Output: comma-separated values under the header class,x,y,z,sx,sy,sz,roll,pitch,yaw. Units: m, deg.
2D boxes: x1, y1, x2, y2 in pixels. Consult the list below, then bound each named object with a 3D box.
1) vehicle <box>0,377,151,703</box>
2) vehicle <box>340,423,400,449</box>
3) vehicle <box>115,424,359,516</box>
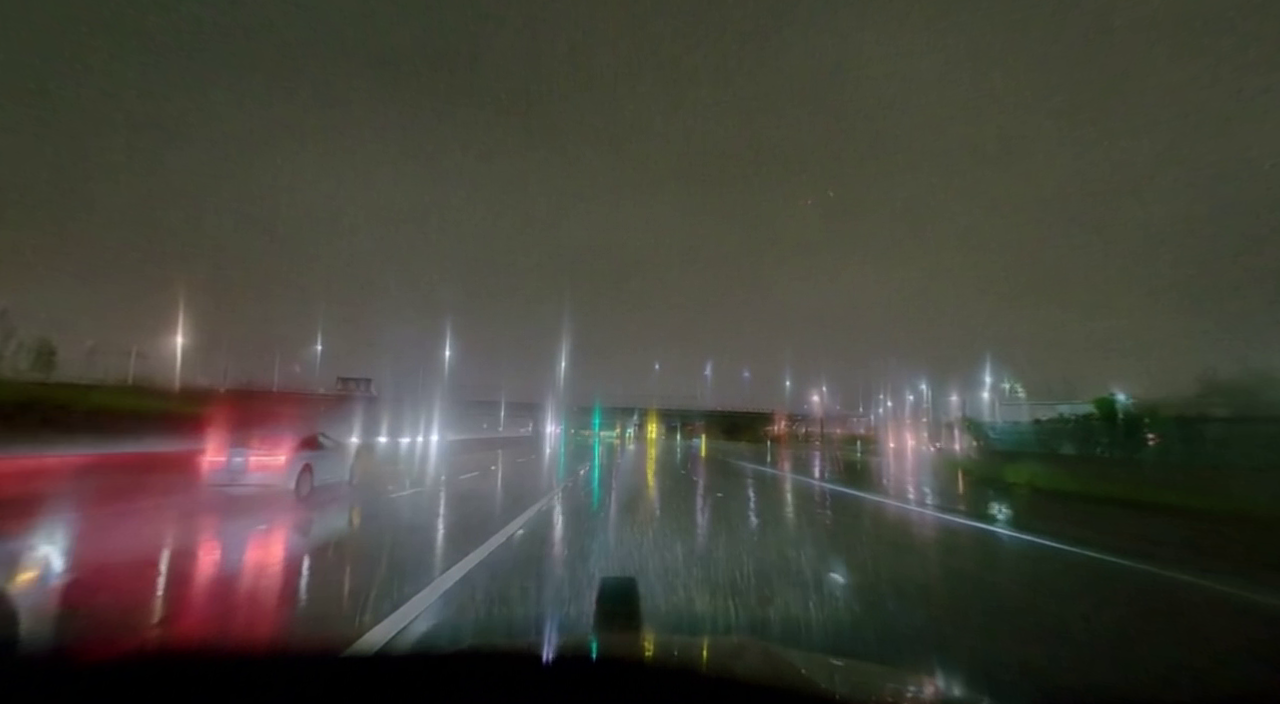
class,x,y,z,sx,sy,sz,roll,pitch,yaw
vehicle,-3.983,0.704,1.251,2.123,1.601,4.887,0,-8,-1
vehicle,-16.718,5.244,39.169,1.866,1.519,4.398,0,-8,-2
vehicle,-7.454,2.191,12.318,1.979,1.476,4.324,0,-8,-1
